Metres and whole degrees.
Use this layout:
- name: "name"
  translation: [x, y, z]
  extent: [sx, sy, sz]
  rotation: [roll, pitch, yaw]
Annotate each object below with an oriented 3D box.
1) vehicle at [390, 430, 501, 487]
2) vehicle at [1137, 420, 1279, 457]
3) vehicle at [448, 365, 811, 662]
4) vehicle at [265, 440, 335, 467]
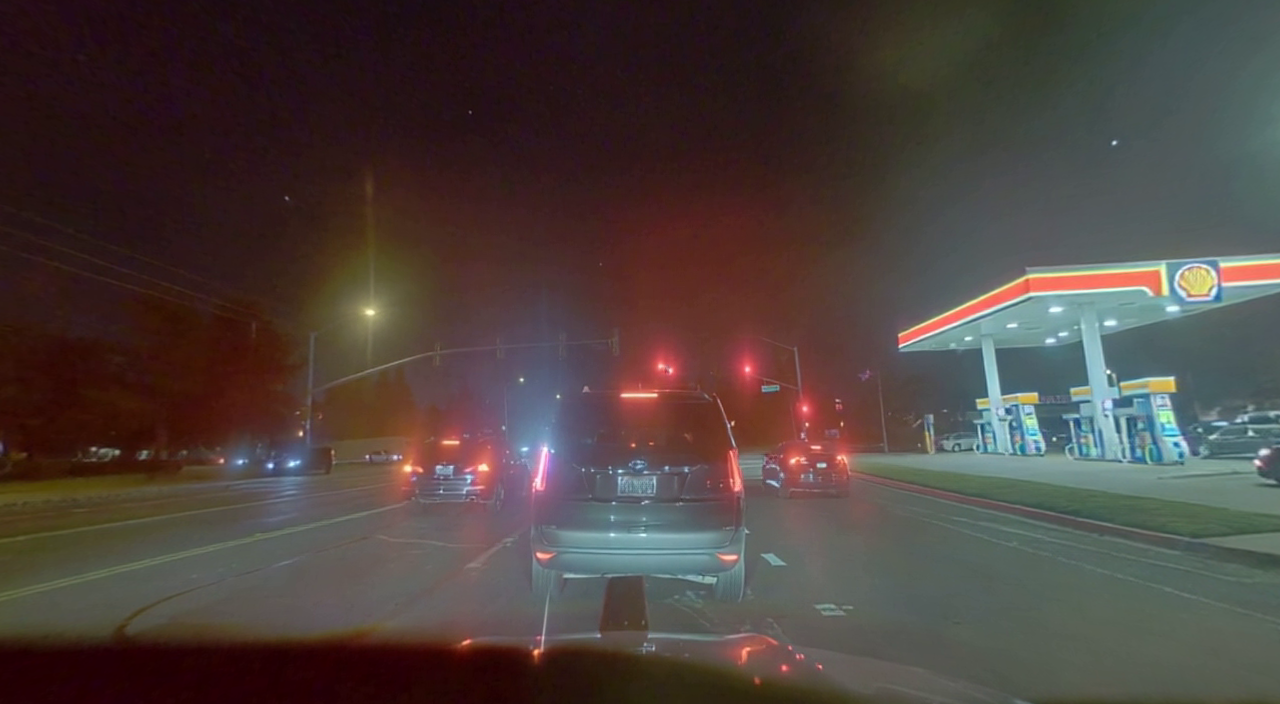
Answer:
- name: "vehicle"
  translation: [-6.647, 3.706, 22.181]
  extent: [2.065, 1.753, 4.525]
  rotation: [-1, -9, 6]
- name: "vehicle"
  translation: [25.950, 3.970, 28.785]
  extent: [4.551, 1.616, 1.973]
  rotation: [-2, -9, 11]
- name: "vehicle"
  translation: [0.013, 1.315, 6.130]
  extent: [2.236, 1.819, 4.291]
  rotation: [-1, -9, 2]
- name: "vehicle"
  translation: [-23.546, 7.019, 43.838]
  extent: [1.988, 1.741, 4.522]
  rotation: [-1, -9, 5]
